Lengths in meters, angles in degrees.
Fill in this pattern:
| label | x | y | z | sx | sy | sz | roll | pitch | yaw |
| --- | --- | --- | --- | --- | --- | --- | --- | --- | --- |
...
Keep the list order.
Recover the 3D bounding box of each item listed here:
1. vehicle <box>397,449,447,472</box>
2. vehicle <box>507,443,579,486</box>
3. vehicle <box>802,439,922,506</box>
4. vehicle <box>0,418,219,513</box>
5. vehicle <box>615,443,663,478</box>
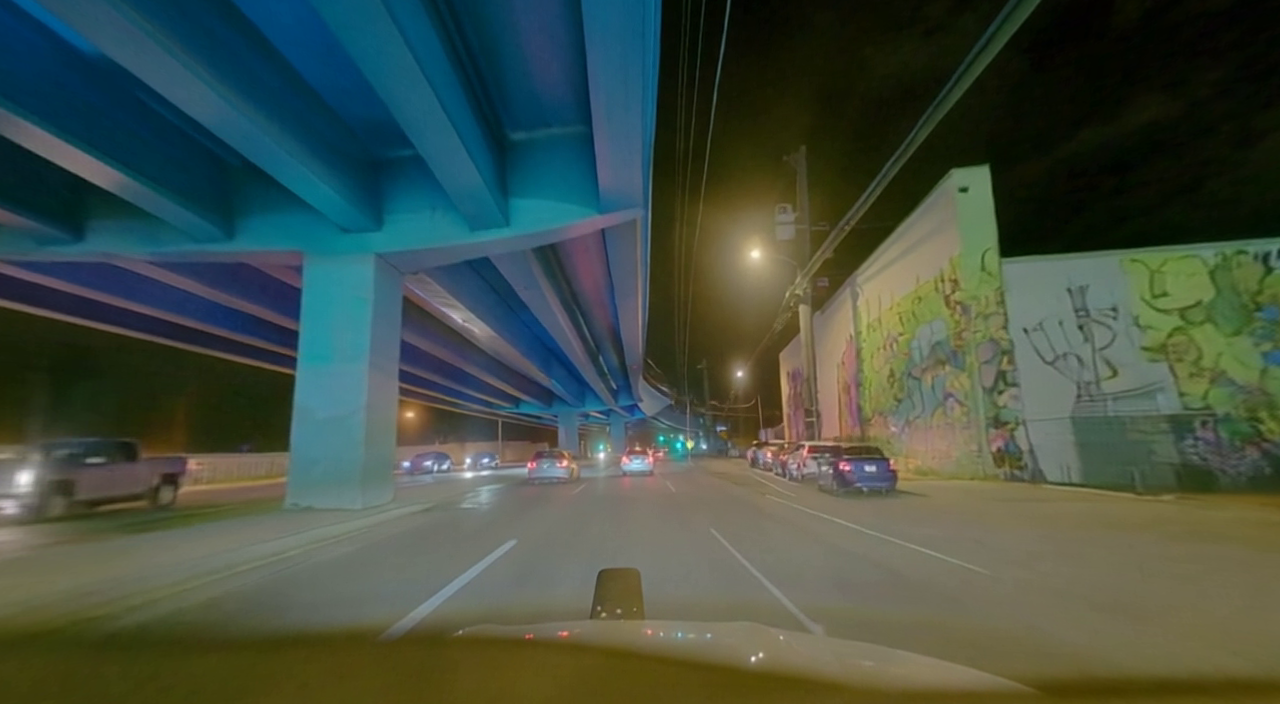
| label | x | y | z | sx | sy | sz | roll | pitch | yaw |
| --- | --- | --- | --- | --- | --- | --- | --- | --- | --- |
| vehicle | -16.590 | 8.246 | 48.317 | 2.056 | 1.643 | 4.362 | -1 | -8 | 4 |
| vehicle | -3.704 | 4.389 | 25.045 | 2.024 | 1.533 | 4.549 | 0 | -8 | 2 |
| vehicle | 6.011 | 3.295 | 17.683 | 2.023 | 1.627 | 3.971 | 0 | -9 | 2 |
| vehicle | -18.213 | 3.694 | 21.202 | 3.082 | 2.608 | 6.994 | 0 | -8 | 2 |
| vehicle | -0.013 | 5.191 | 30.412 | 2.155 | 1.571 | 3.734 | 0 | -8 | 0 |
